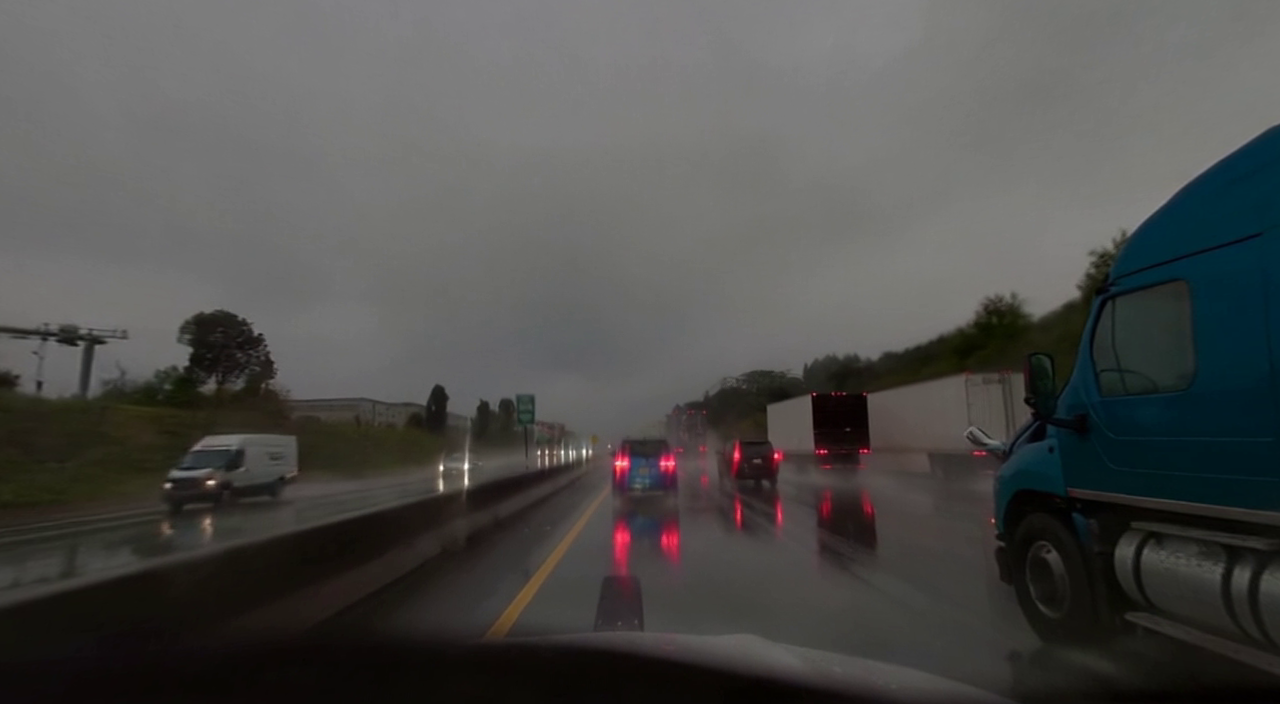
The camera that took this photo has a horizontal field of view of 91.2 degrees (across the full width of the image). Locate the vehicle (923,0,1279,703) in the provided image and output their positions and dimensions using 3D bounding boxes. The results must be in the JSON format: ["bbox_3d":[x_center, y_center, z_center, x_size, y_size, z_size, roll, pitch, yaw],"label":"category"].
[{"bbox_3d":[4.204,-0.049,2.774,2.987,3.877,5.881,0,-9,0],"label":"vehicle"}]

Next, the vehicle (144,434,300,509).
[{"bbox_3d":[-16.634,4.755,25.498,2.234,2.649,5.960,0,-9,-1],"label":"vehicle"}]

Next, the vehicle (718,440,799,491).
[{"bbox_3d":[3.832,3.720,20.856,1.859,1.512,3.711,0,-9,-2],"label":"vehicle"}]

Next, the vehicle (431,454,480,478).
[{"bbox_3d":[-12.368,7.658,42.293,1.921,1.504,4.633,0,-9,0],"label":"vehicle"}]

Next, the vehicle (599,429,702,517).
[{"bbox_3d":[0.199,2.587,13.794,1.965,1.664,3.428,0,-9,0],"label":"vehicle"}]
